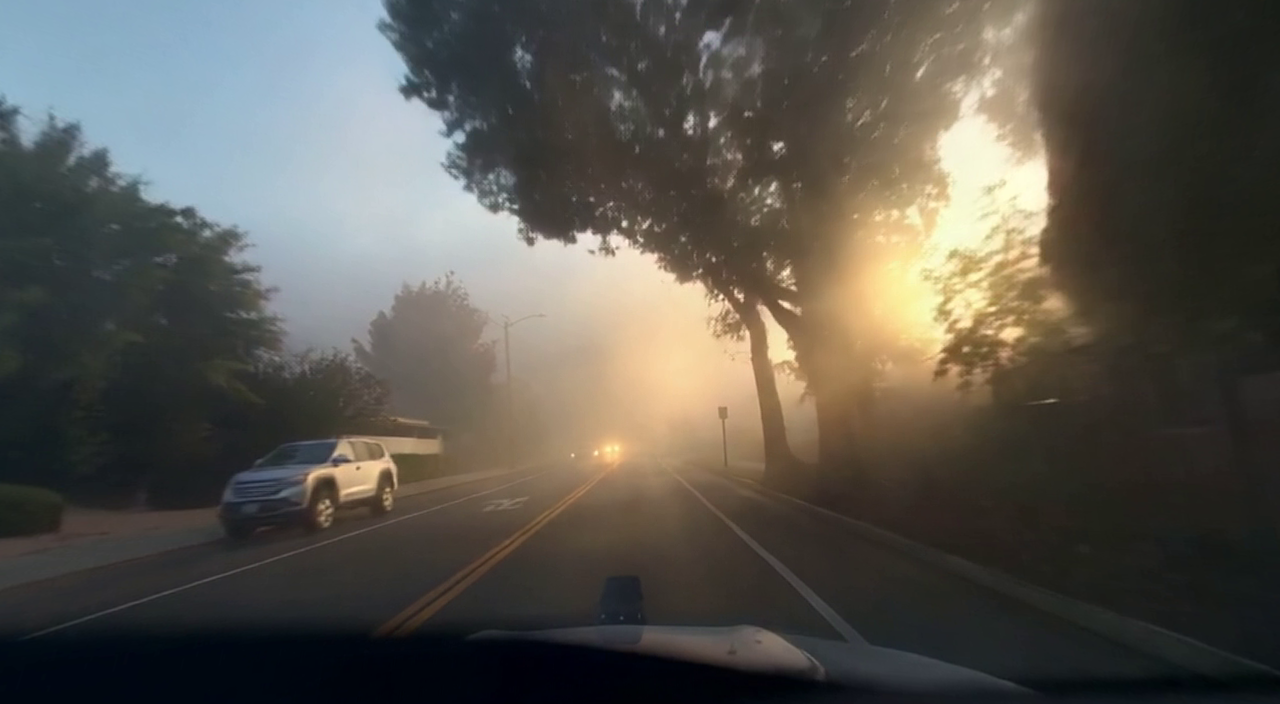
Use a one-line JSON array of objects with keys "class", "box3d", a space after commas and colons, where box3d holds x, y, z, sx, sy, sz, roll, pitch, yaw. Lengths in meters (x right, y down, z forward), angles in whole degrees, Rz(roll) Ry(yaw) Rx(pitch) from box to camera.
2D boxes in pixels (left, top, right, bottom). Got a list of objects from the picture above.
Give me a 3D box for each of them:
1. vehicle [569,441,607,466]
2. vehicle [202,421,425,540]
[{"class": "vehicle", "box3d": [-3.382, 6.641, 41.669, 2.074, 1.527, 4.438, 0, -8, 1]}, {"class": "vehicle", "box3d": [-6.545, 2.621, 13.565, 2.176, 1.885, 5.174, -4, -9, -2]}]
